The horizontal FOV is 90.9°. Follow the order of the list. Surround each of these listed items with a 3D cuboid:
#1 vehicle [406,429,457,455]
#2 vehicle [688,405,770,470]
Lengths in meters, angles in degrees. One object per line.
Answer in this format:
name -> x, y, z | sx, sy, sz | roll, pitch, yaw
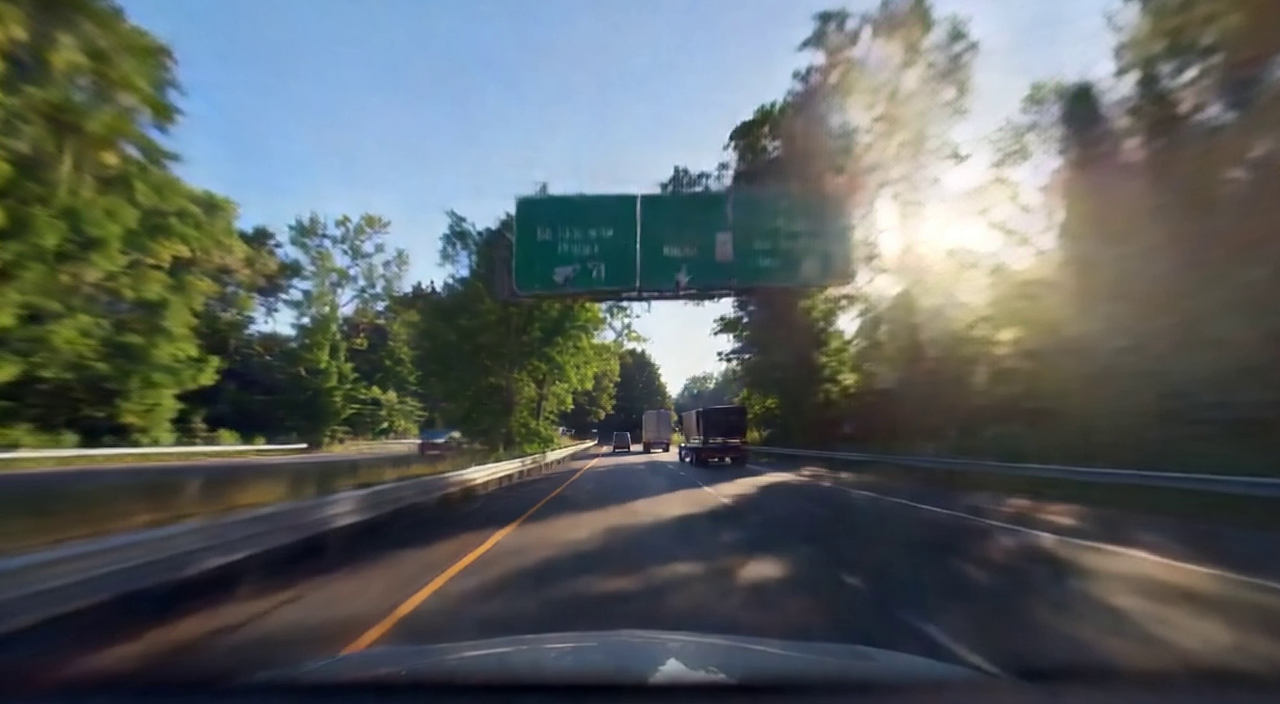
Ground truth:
vehicle -> -13.406, 5.826, 40.779 | 1.950, 1.598, 4.188 | 0, -8, -2
vehicle -> 4.029, 4.061, 30.055 | 2.741, 2.716, 6.323 | 0, -8, -2
